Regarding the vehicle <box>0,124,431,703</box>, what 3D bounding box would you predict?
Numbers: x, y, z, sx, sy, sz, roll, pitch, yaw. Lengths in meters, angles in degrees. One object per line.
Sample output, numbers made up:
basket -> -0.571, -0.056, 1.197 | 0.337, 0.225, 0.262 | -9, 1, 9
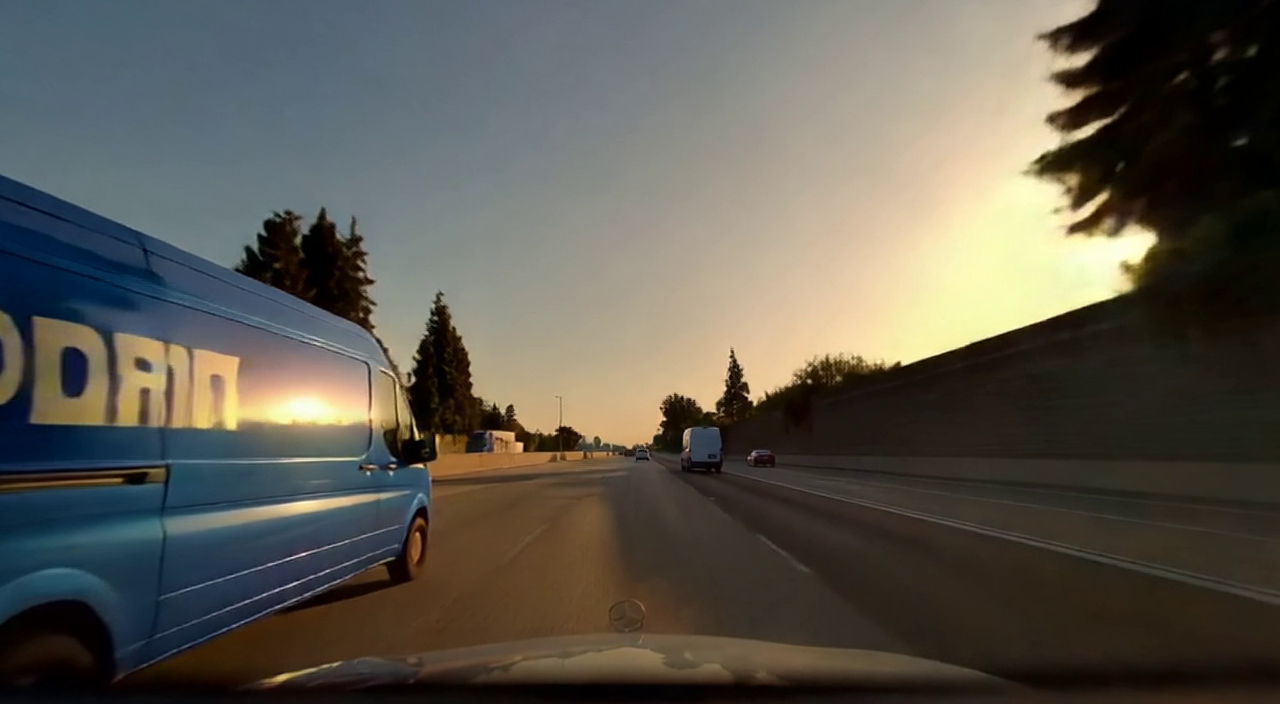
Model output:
vehicle -> -3.546, 0.663, 3.720 | 2.409, 2.523, 6.275 | 0, -9, 0

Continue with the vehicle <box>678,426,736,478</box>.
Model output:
vehicle -> 3.540, 5.471, 34.610 | 2.373, 2.561, 5.922 | 0, -9, -1
